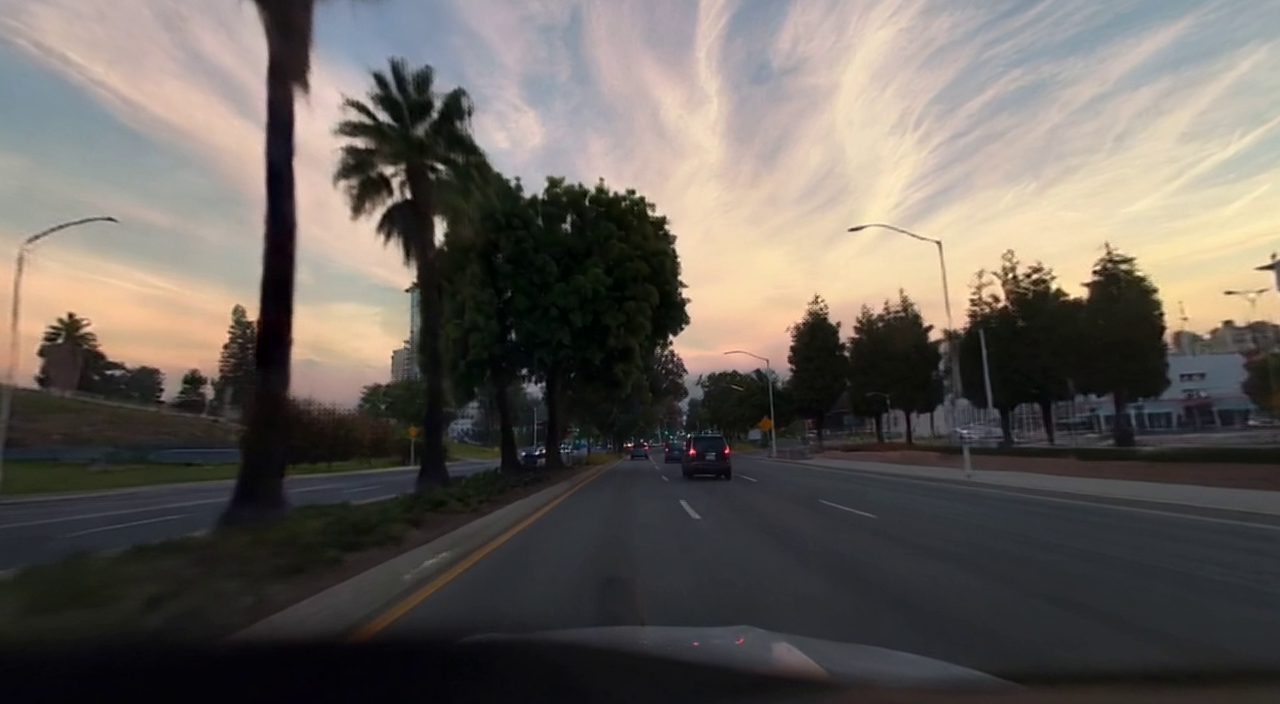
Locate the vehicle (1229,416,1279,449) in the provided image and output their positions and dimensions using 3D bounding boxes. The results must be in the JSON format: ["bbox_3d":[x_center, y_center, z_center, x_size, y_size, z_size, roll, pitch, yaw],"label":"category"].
[{"bbox_3d":[38.749,5.002,38.989,2.227,1.884,5.589,-6,-10,31],"label":"vehicle"}]

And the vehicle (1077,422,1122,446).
[{"bbox_3d":[34.949,6.285,48.157,2.287,1.669,4.382,-5,-10,31],"label":"vehicle"}]

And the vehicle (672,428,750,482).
[{"bbox_3d":[2.806,4.288,26.494,2.559,2.017,5.562,0,-9,-1],"label":"vehicle"}]
